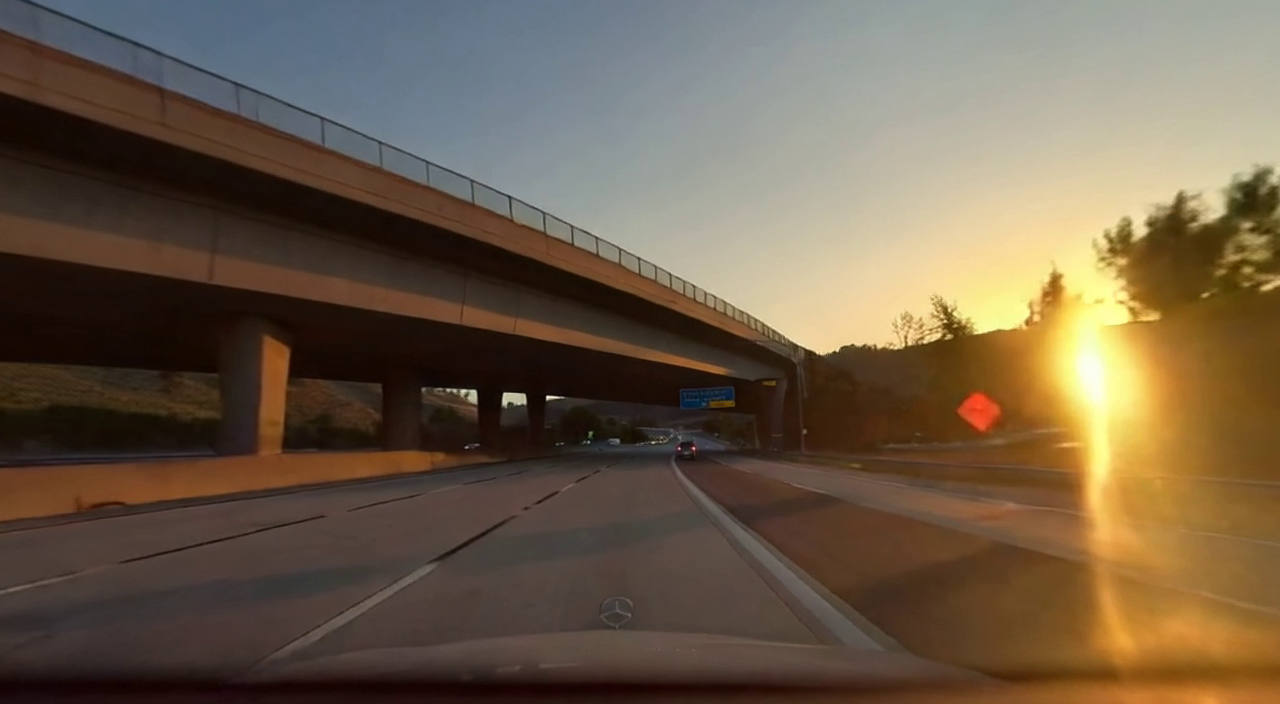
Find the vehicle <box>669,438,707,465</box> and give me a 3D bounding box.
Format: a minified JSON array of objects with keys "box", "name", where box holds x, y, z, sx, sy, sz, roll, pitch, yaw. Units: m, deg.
[{"box":[3.231,6.828,43.447,2.224,1.738,4.376,0,-8,0],"name":"vehicle"}]
